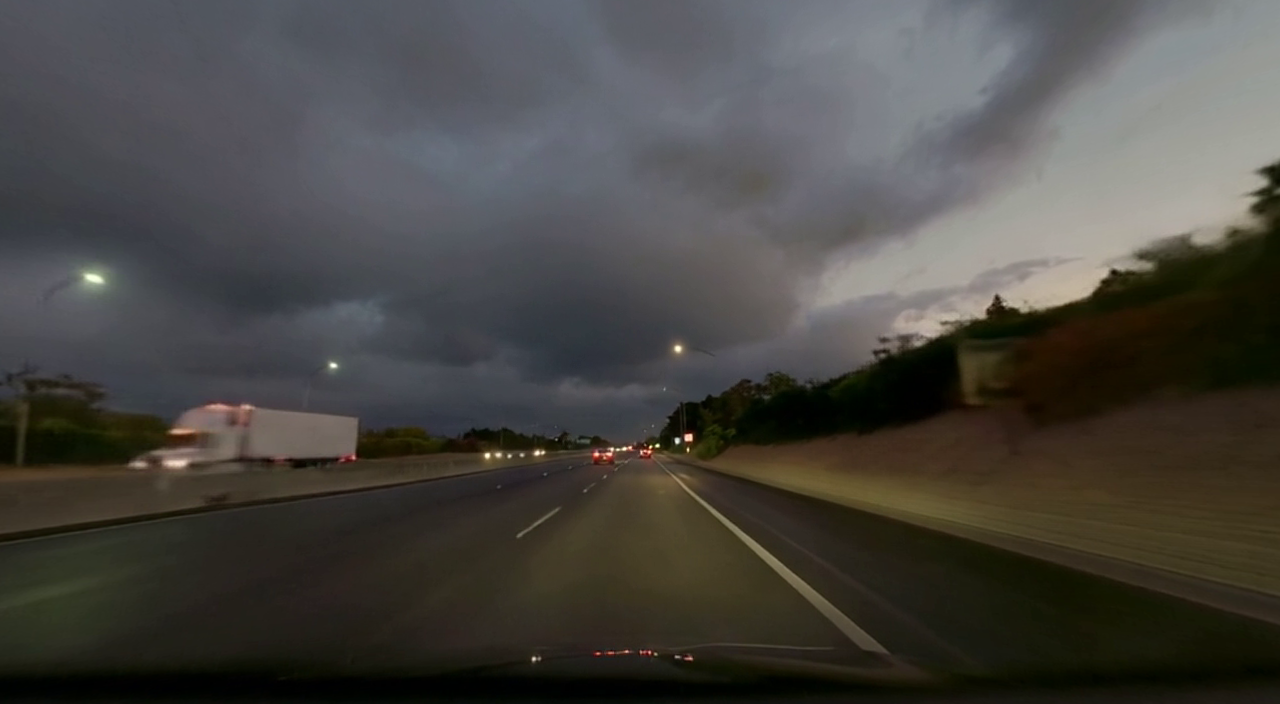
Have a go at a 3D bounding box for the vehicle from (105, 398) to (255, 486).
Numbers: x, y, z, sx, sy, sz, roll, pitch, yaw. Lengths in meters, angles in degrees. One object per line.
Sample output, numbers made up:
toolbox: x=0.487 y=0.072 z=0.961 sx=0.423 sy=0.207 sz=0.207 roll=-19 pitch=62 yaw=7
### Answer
vehicle: x=-23.069 y=4.624 z=32.179 sx=2.967 sy=4.002 sz=5.886 roll=0 pitch=-9 yaw=0
